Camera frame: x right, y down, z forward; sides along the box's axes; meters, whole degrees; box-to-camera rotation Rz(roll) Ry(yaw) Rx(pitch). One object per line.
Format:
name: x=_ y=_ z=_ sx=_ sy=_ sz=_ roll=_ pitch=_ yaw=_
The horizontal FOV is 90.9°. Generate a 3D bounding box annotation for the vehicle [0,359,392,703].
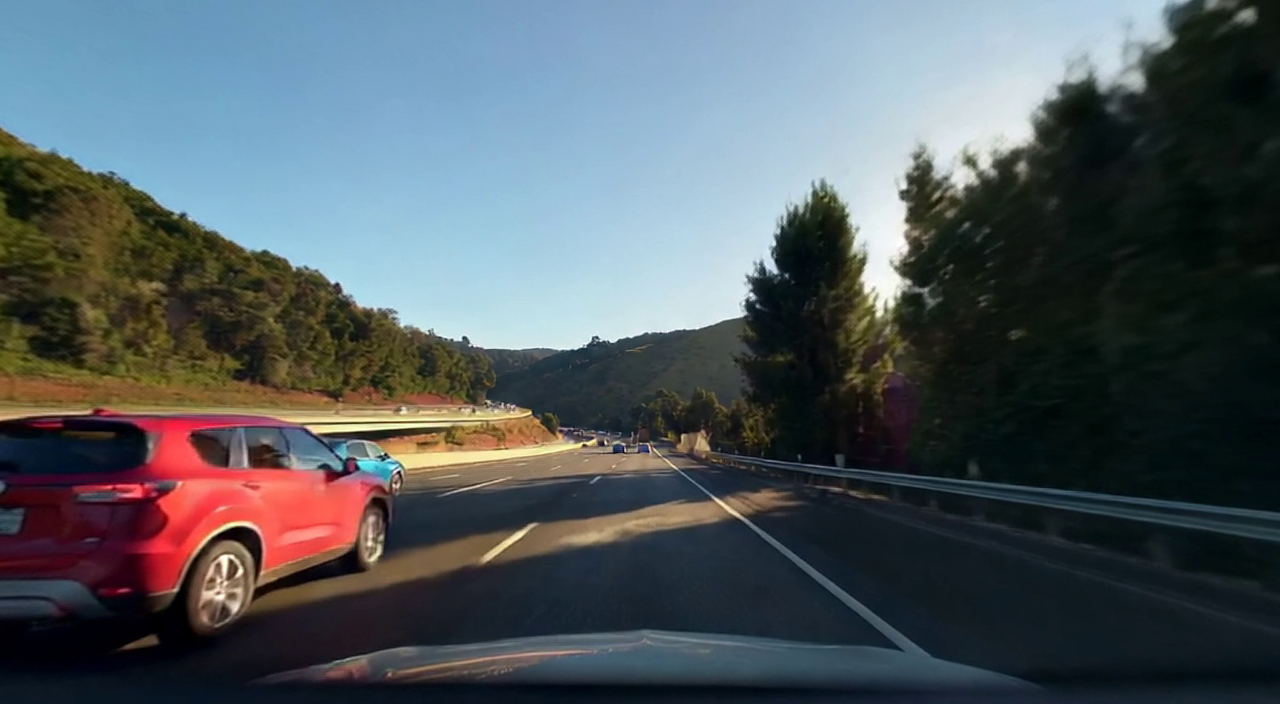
vehicle: x=-3.552 y=1.129 z=4.235 sx=1.983 sy=1.663 sz=4.290 roll=0 pitch=-9 yaw=0
